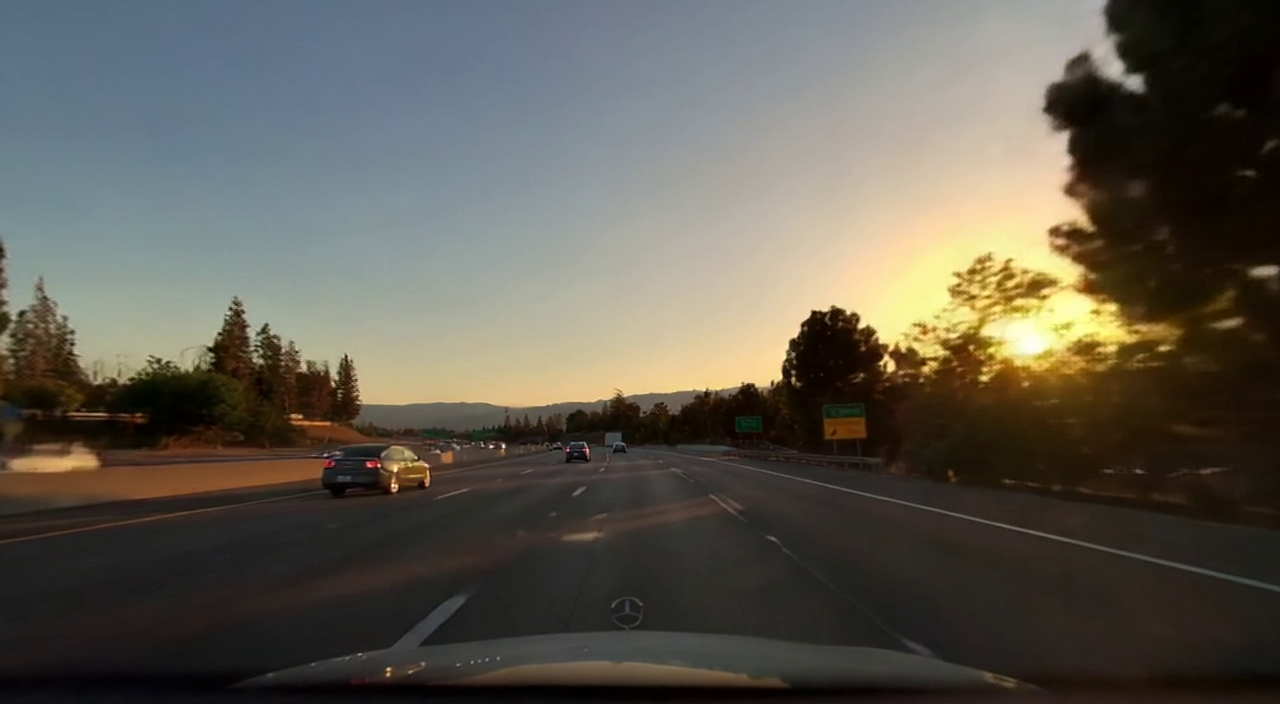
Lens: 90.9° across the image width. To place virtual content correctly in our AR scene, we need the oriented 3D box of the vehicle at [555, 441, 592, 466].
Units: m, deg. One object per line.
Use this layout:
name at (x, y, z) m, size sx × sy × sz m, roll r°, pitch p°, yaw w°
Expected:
vehicle at (-4.112, 6.323, 39.494) m, size 1.936 × 1.465 × 4.060 m, roll 0°, pitch -8°, yaw -1°

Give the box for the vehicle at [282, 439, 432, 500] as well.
vehicle at (-7.698, 3.215, 17.797) m, size 2.038 × 1.463 × 4.656 m, roll 0°, pitch -8°, yaw 1°

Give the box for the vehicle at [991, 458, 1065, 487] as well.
vehicle at (22.172, 6.883, 36.246) m, size 2.005 × 1.478 × 4.056 m, roll -1°, pitch -8°, yaw 6°

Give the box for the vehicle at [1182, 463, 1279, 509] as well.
vehicle at (23.637, 5.067, 24.254) m, size 1.950 × 1.462 × 4.391 m, roll -1°, pitch -8°, yaw 6°
